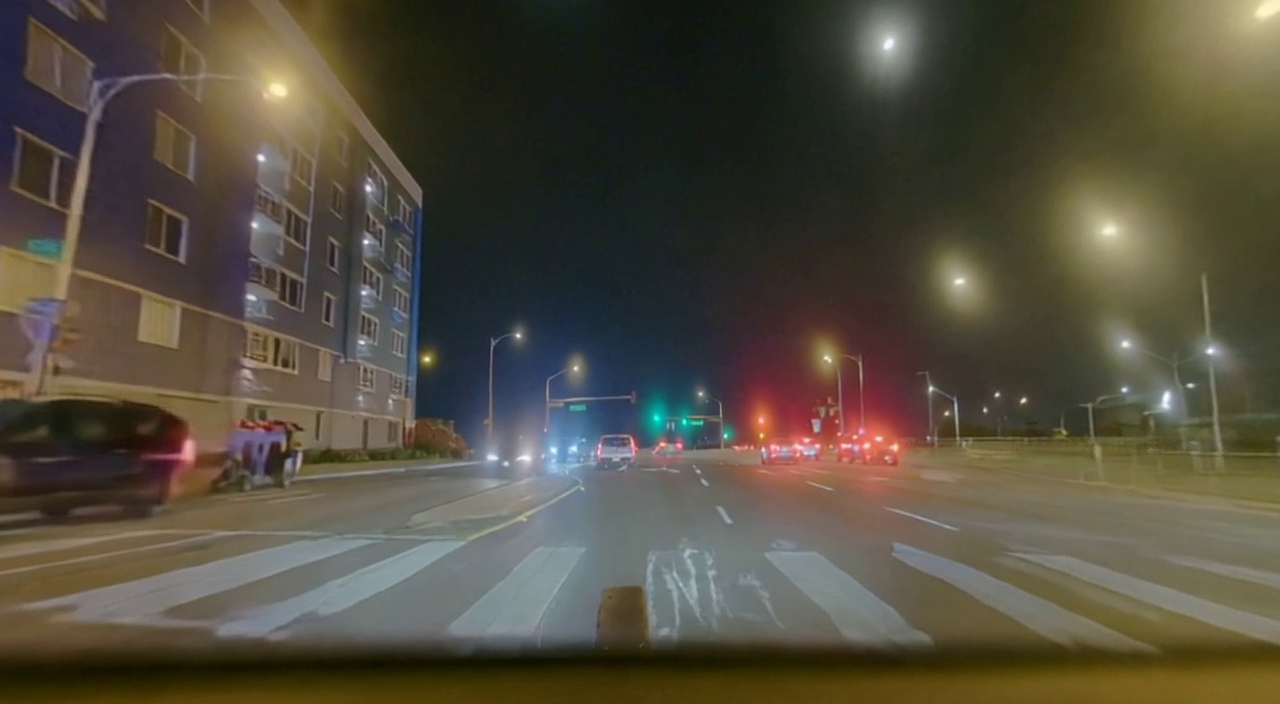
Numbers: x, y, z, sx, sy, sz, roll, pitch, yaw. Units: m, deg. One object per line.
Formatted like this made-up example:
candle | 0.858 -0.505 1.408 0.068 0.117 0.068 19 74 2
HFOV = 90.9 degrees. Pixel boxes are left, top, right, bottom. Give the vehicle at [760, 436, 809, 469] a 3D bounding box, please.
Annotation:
vehicle | 8.344 5.804 36.698 1.952 1.749 4.311 0 -7 2

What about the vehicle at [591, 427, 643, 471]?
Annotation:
vehicle | -1.022 4.314 28.492 2.160 1.786 4.702 1 -7 -2

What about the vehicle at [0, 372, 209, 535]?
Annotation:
vehicle | -9.284 1.450 9.260 2.393 2.059 4.739 0 -7 2

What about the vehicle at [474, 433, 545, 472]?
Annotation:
vehicle | -5.438 4.213 26.874 1.973 1.502 4.275 0 -7 2
